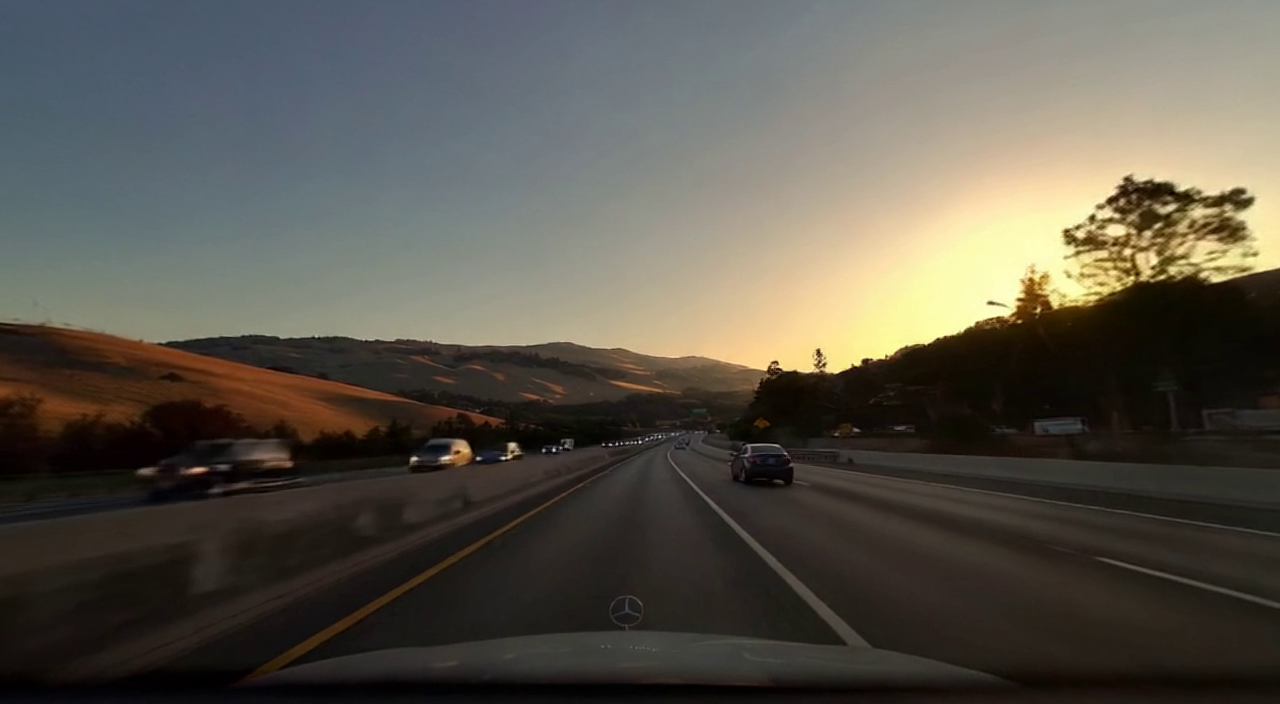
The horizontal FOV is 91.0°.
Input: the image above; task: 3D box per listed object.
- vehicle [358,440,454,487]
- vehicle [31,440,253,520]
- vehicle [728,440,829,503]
[{"bbox_3d":[-9.117,4.351,24.964,2.060,1.654,4.362,0,-8,1],"label":"vehicle"},{"bbox_3d":[-12.788,3.248,16.674,2.052,1.784,4.583,0,-8,1],"label":"vehicle"},{"bbox_3d":[3.415,2.988,16.227,1.683,1.400,3.868,0,-8,-1],"label":"vehicle"}]
